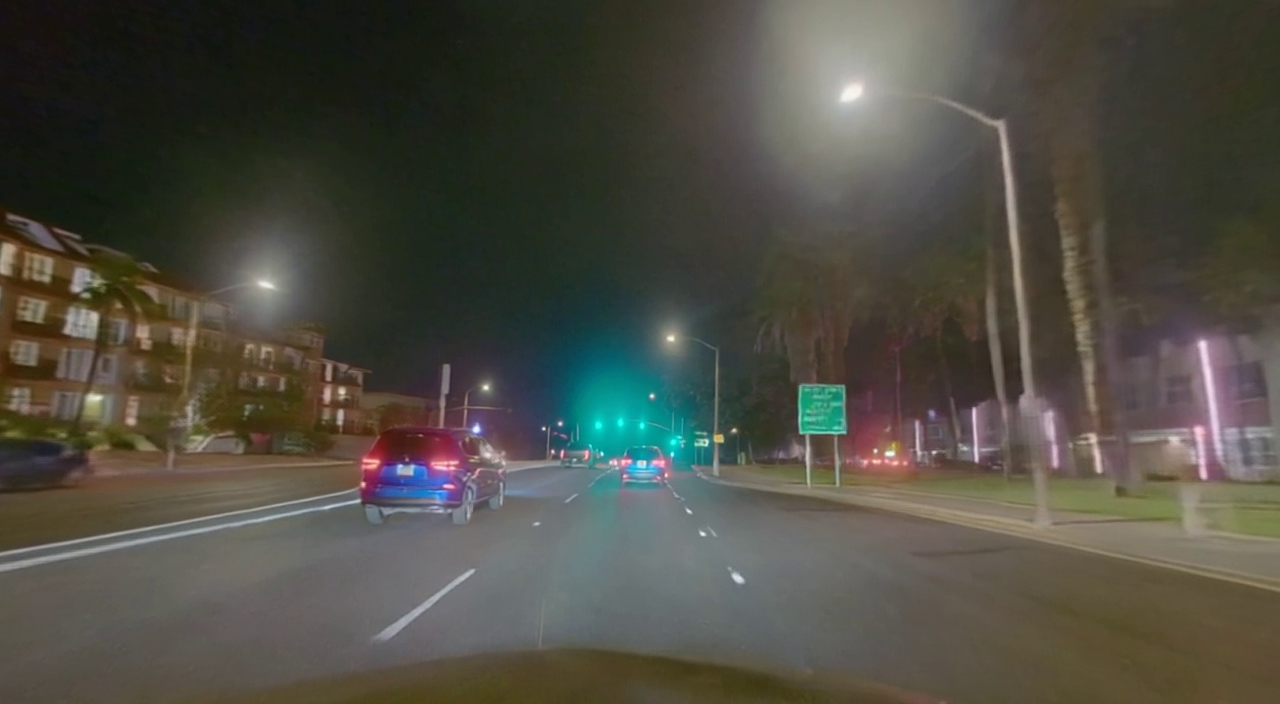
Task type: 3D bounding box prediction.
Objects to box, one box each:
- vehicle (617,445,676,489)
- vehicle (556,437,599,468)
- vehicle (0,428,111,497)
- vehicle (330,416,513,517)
[{"bbox_3d":[0.252,4.496,24.844,2.122,1.562,4.152,0,-9,1],"label":"vehicle"},{"bbox_3d":[-4.473,7.340,45.839,2.447,2.062,5.911,0,-9,1],"label":"vehicle"},{"bbox_3d":[-19.223,3.295,18.798,2.179,1.926,5.037,-1,-9,3],"label":"vehicle"},{"bbox_3d":[-4.815,2.670,15.148,2.187,1.904,6.103,0,-9,1],"label":"vehicle"}]
